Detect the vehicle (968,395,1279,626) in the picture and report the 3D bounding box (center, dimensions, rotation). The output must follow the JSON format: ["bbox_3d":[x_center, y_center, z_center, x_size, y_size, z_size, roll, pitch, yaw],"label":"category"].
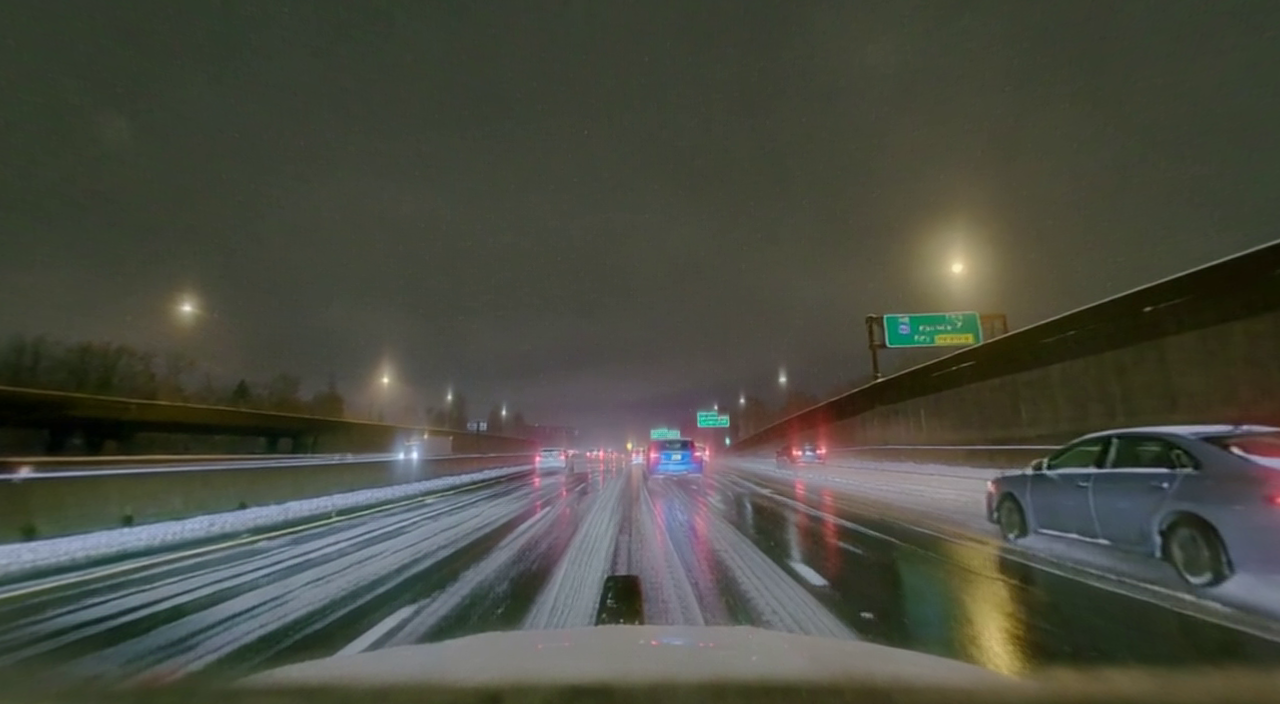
[{"bbox_3d":[5.639,1.445,6.504,2.055,1.656,4.370,0,-9,-1],"label":"vehicle"}]

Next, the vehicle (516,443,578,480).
[{"bbox_3d":[-4.013,4.802,27.889,2.031,1.491,4.145,0,-9,1],"label":"vehicle"}]

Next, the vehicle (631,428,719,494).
[{"bbox_3d":[0.903,3.223,18.881,2.202,1.748,4.158,1,-9,-3],"label":"vehicle"}]
